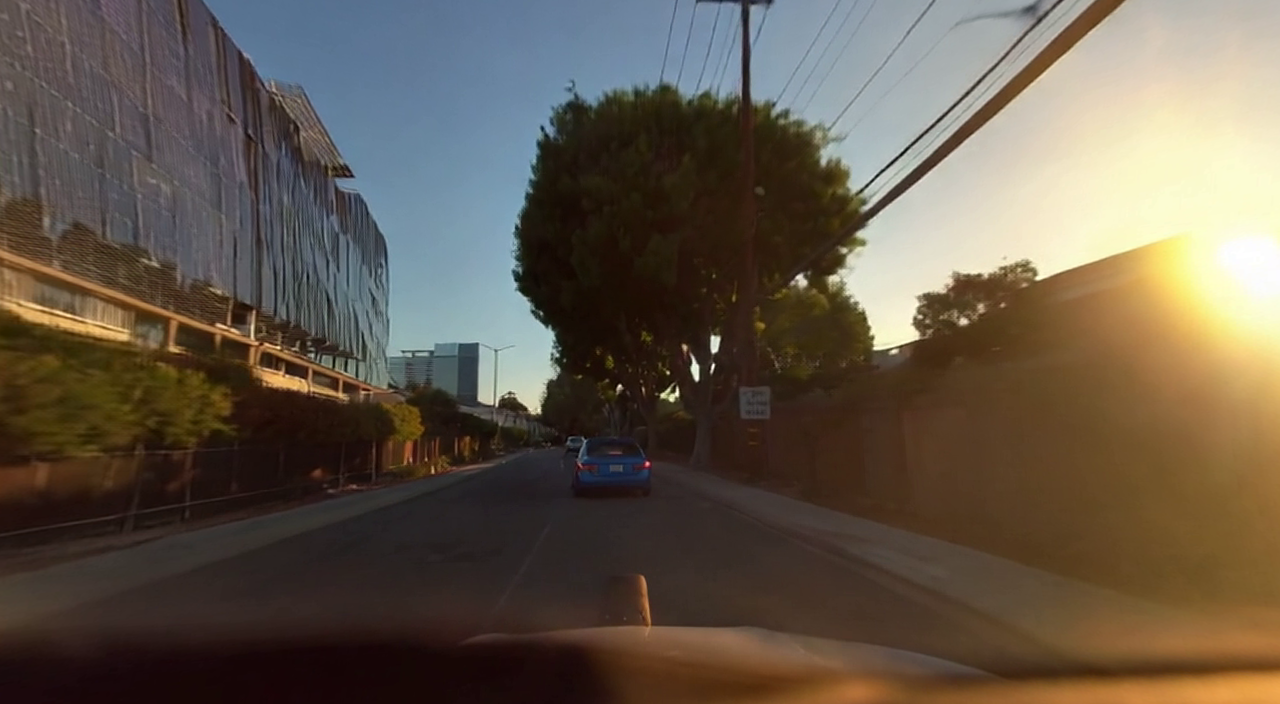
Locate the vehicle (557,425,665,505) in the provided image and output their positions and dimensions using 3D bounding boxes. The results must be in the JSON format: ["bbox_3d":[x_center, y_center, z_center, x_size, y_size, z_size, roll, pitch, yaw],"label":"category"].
[{"bbox_3d":[-0.688,2.422,14.006,2.060,1.487,3.920,0,-8,-4],"label":"vehicle"}]
